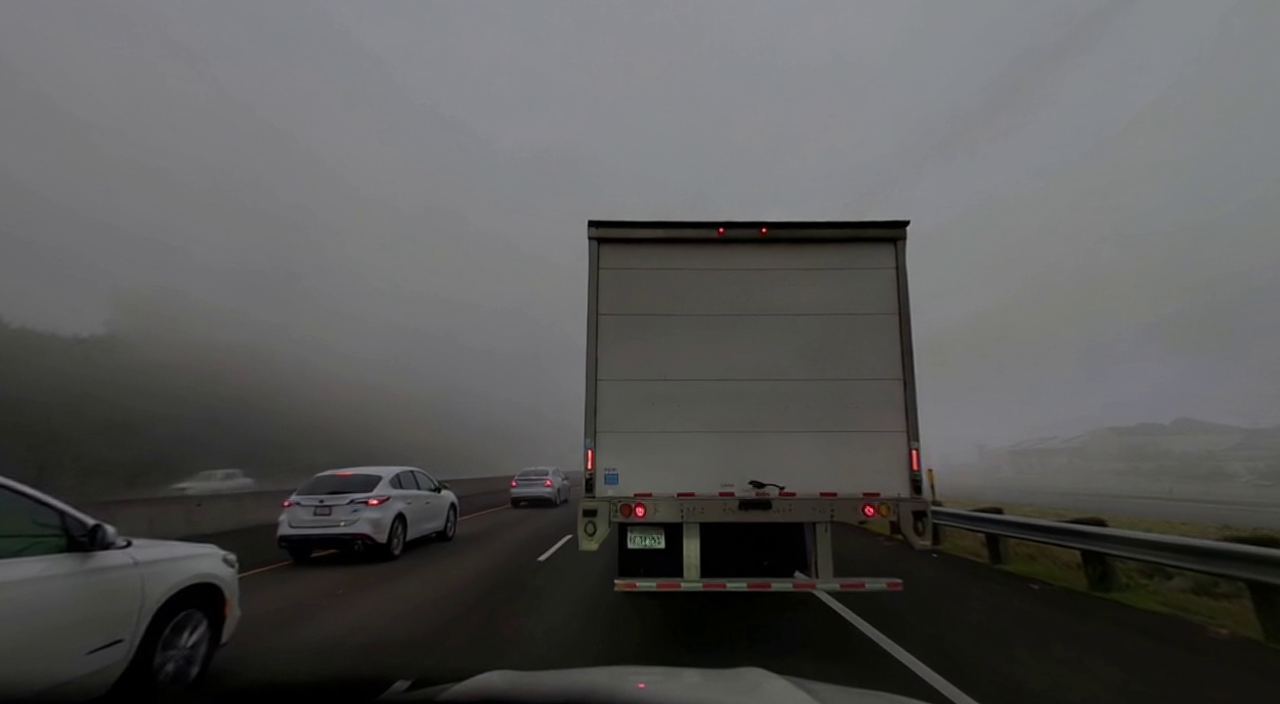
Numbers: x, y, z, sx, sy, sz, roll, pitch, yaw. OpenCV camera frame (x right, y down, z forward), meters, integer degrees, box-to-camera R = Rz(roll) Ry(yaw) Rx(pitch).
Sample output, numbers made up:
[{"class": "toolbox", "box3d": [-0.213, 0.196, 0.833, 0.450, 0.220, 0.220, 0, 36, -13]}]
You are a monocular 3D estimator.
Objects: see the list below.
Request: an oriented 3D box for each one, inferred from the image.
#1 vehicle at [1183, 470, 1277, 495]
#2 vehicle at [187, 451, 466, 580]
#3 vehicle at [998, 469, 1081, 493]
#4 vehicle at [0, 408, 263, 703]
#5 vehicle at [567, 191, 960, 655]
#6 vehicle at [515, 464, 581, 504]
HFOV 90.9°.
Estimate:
[{"class": "vehicle", "box3d": [37.084, 8.182, 39.672, 3.974, 1.485, 1.709, 0, -11, 6]}, {"class": "vehicle", "box3d": [-4.300, 2.337, 9.656, 1.946, 1.469, 4.431, 1, -11, 0]}, {"class": "vehicle", "box3d": [26.336, 8.514, 41.722, 4.299, 1.465, 1.807, -4, -11, 22]}, {"class": "vehicle", "box3d": [-3.465, 0.826, 1.635, 1.983, 1.509, 4.679, 0, -11, 1]}, {"class": "vehicle", "box3d": [0.847, 1.232, 9.126, 2.831, 3.529, 8.689, 1, -11, -1]}, {"class": "vehicle", "box3d": [-3.700, 5.431, 26.121, 1.964, 1.482, 4.371, 0, -11, 2]}]
